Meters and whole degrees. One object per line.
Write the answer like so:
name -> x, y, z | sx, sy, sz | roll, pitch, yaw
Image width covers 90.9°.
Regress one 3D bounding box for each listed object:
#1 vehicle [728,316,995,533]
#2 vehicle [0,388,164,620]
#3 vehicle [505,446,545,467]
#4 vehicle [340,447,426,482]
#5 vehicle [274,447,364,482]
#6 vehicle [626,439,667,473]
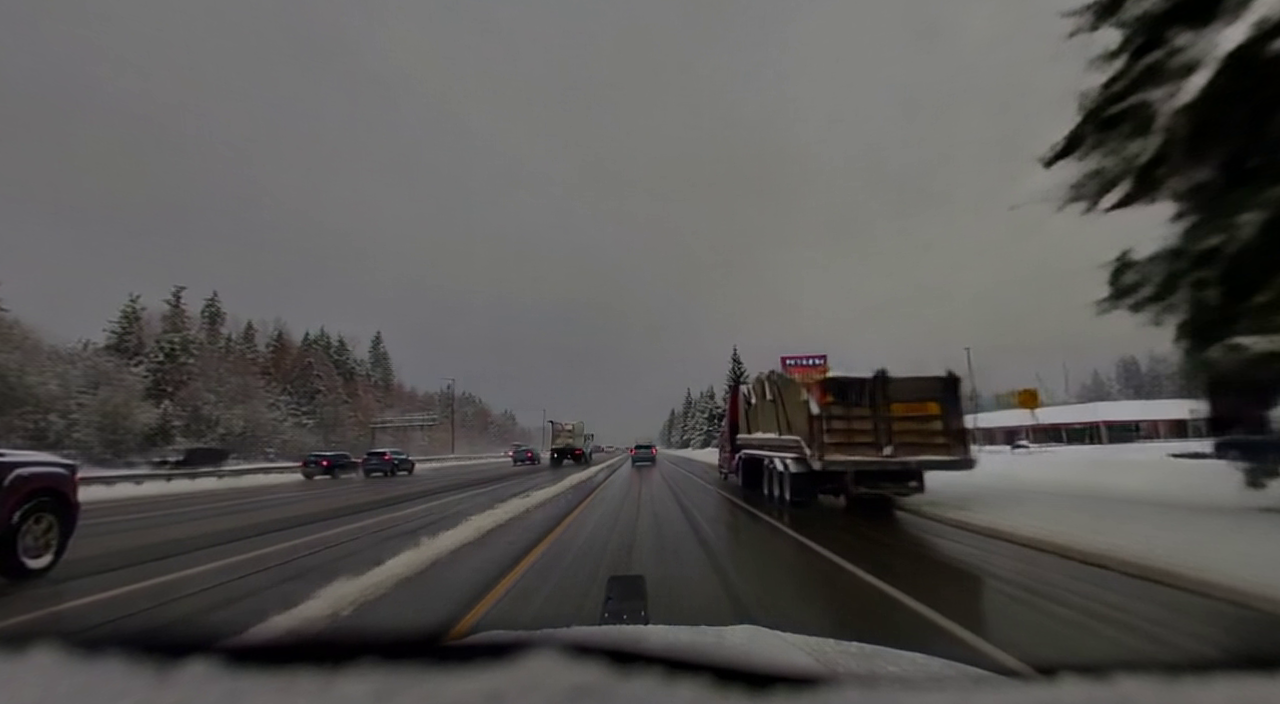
vehicle -> 4.794, 2.159, 17.300 | 2.801, 3.732, 11.836 | -4, -9, 0
vehicle -> -6.130, 1.084, 4.201 | 2.200, 1.793, 4.586 | 0, -8, 2
vehicle -> -8.570, 7.841, 47.358 | 1.929, 1.477, 4.746 | -1, -8, 2
vehicle -> -12.084, 5.310, 30.037 | 1.928, 1.480, 4.823 | -1, -8, 2
vehicle -> -15.737, 5.499, 31.201 | 1.885, 1.591, 4.599 | -1, -8, 2
vehicle -> 0.375, 6.003, 36.701 | 2.227, 1.794, 4.646 | 0, -8, 1
